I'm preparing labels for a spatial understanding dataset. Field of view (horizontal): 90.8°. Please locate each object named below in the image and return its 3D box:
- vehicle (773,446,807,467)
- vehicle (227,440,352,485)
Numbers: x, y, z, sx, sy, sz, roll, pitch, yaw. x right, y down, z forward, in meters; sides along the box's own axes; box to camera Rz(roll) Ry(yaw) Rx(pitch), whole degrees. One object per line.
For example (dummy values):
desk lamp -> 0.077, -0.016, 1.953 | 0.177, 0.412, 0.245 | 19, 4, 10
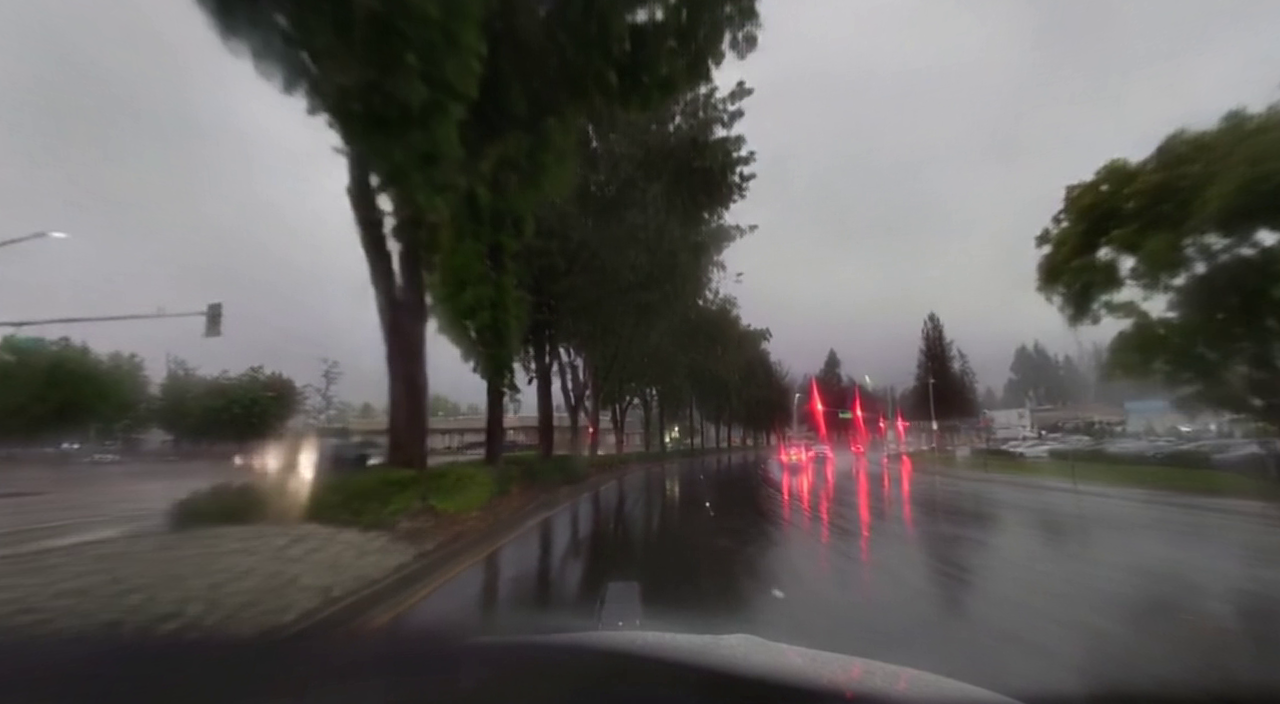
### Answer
vehicle -> 11.045, 7.702, 46.750 | 1.988, 1.460, 3.996 | -1, -9, 8
vehicle -> -15.076, 4.762, 27.590 | 2.176, 1.772, 5.010 | -1, -9, 7
